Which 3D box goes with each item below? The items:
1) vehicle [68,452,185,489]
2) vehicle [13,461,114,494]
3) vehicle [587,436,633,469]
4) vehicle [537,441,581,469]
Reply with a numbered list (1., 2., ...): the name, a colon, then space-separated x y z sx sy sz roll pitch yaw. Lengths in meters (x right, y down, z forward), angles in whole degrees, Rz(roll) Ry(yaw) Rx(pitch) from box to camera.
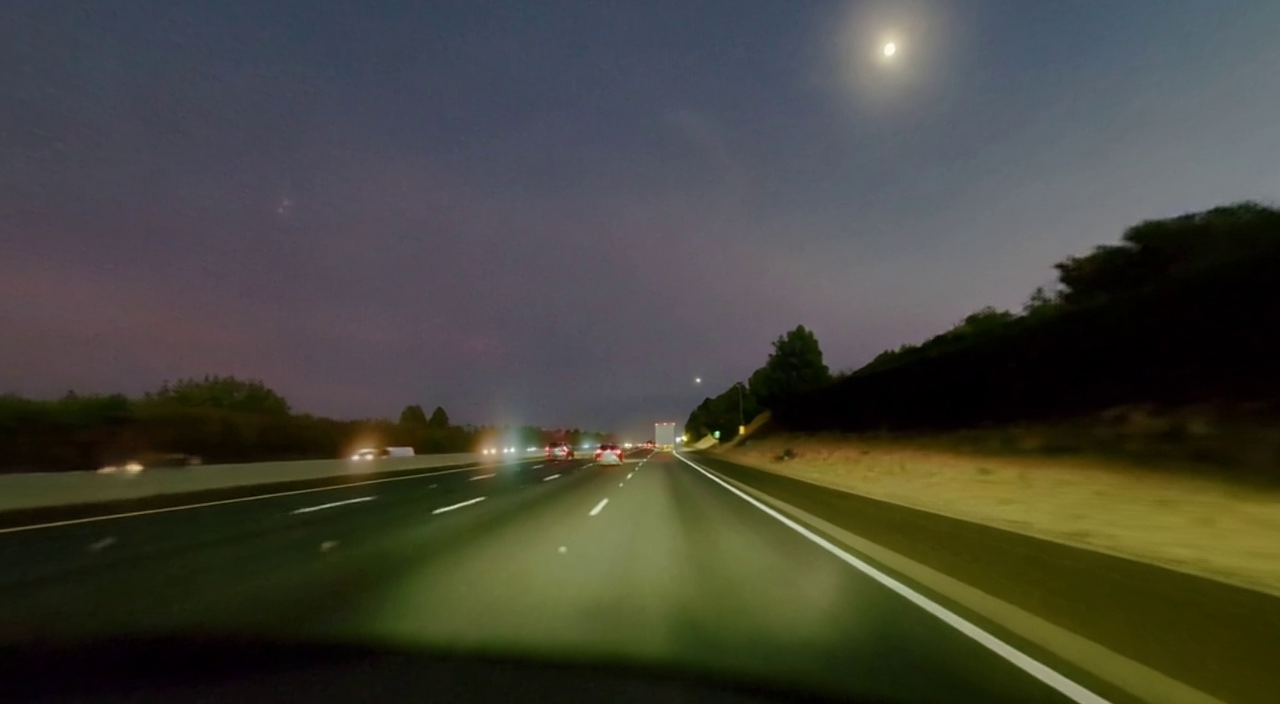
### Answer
1. vehicle: -27.185 6.271 33.661 2.068 1.767 4.794 0 -8 2
2. vehicle: -30.838 6.672 33.888 1.740 1.553 3.840 0 -8 0
3. vehicle: -1.663 5.873 36.957 2.283 1.802 4.810 0 -9 3
4. vehicle: -5.162 6.625 40.803 2.062 1.691 4.278 0 -8 2
